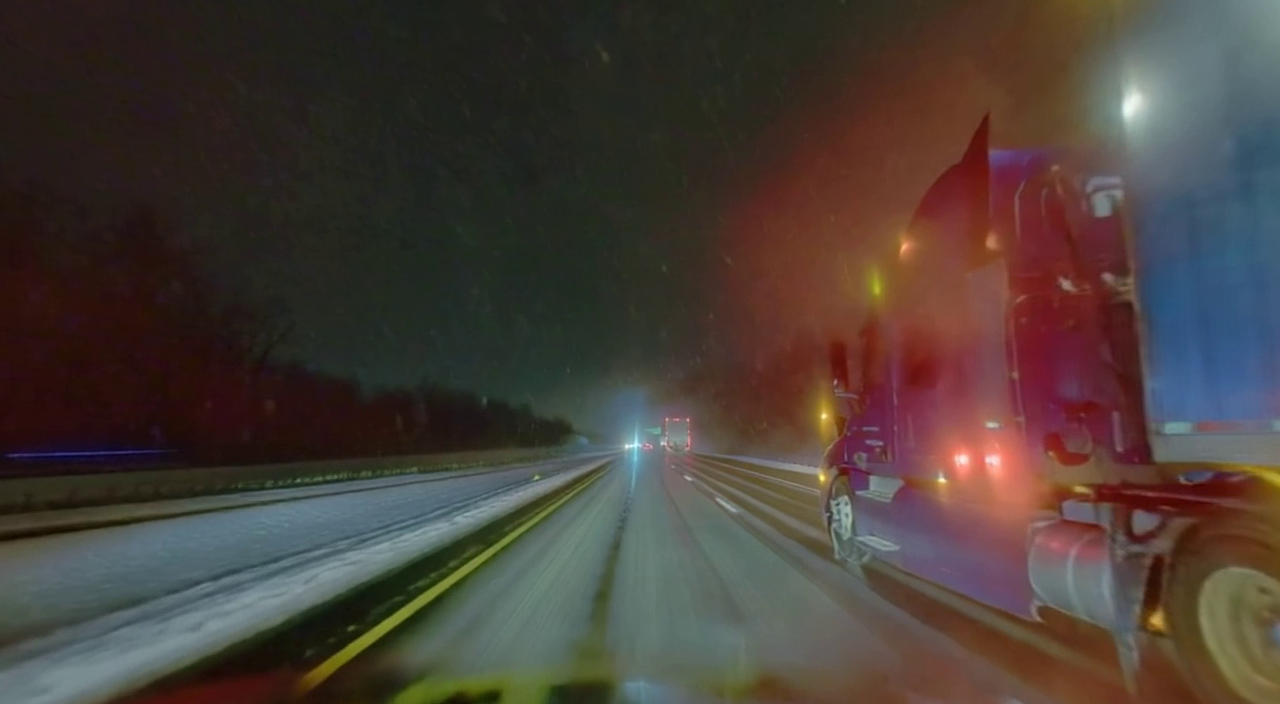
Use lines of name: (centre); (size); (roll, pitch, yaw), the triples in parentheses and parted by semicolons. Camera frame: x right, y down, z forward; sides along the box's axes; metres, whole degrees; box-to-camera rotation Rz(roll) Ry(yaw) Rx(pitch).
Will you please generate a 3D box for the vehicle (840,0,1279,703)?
vehicle: (4.088, -0.264, 2.968); (3.080, 4.016, 9.760); (0, -8, 0)
